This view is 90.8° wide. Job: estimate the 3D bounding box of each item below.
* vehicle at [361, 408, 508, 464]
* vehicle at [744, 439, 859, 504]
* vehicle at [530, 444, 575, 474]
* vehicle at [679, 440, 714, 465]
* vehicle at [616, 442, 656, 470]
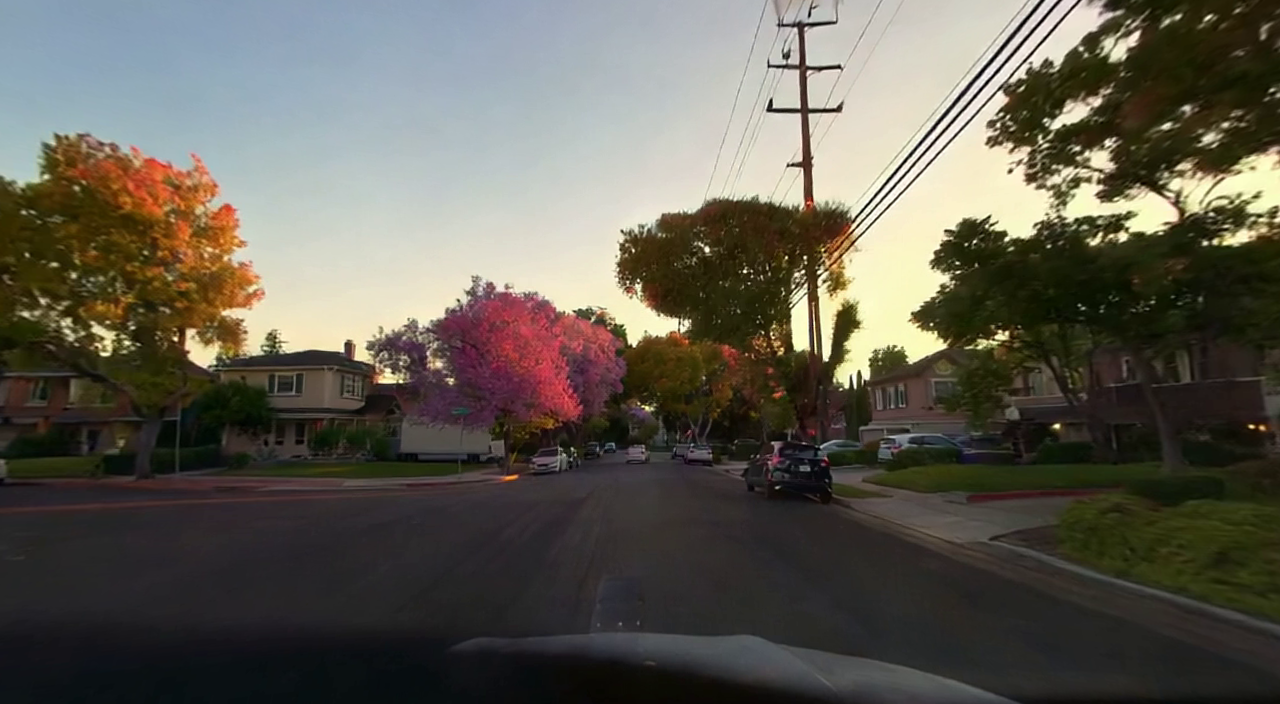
[{"bbox_3d":[-12.954,5.399,40.409,8.239,3.354,2.902,0,-9,1],"label":"vehicle"},{"bbox_3d":[4.206,3.168,17.207,2.058,1.535,4.323,0,-8,1],"label":"vehicle"},{"bbox_3d":[-4.804,5.919,35.190,1.874,1.413,4.442,0,-7,0],"label":"vehicle"},{"bbox_3d":[3.959,7.122,44.970,2.103,1.679,4.386,0,-8,0],"label":"vehicle"},{"bbox_3d":[-0.137,5.779,35.448,2.075,1.449,4.526,0,-8,2],"label":"vehicle"}]
